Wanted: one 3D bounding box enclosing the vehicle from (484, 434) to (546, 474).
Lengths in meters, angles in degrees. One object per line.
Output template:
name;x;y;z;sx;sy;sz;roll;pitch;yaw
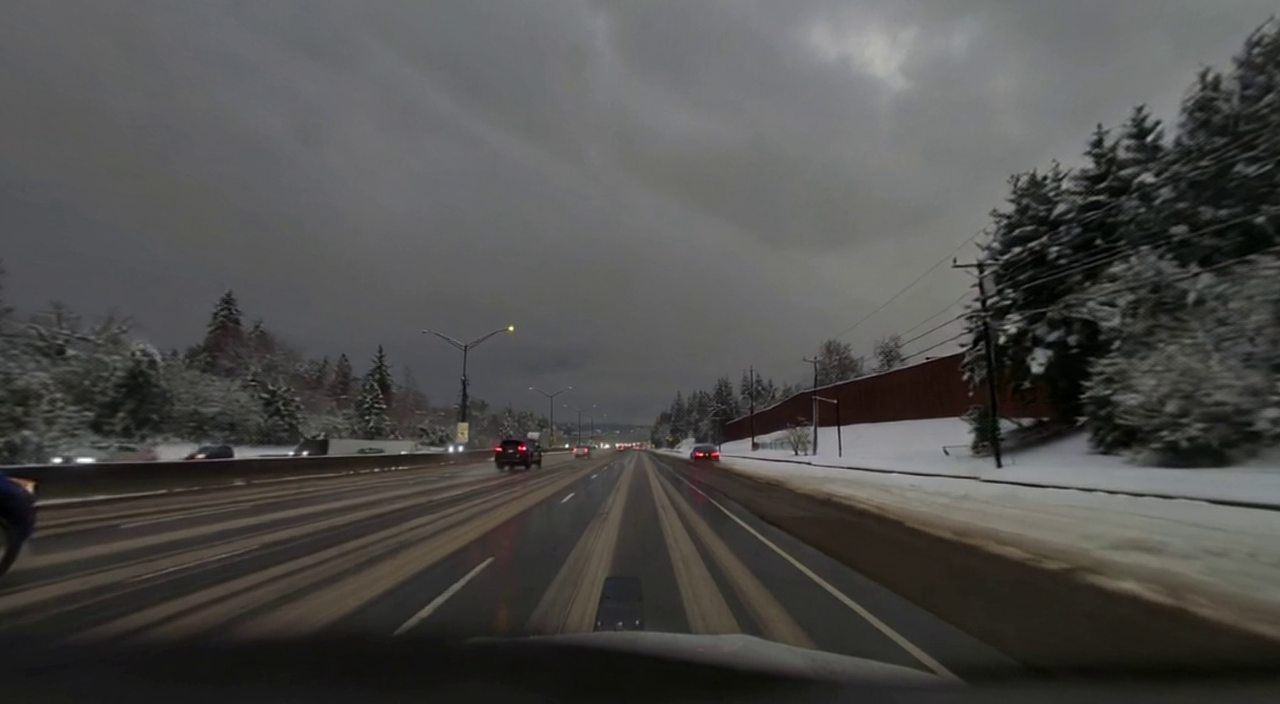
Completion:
vehicle;-6.518;5.419;33.497;2.255;1.934;4.868;1;-9;0

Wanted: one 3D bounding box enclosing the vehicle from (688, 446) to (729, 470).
vehicle;4.576;7.132;42.684;2.251;1.520;4.550;1;-9;-1

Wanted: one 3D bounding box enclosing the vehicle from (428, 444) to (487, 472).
vehicle;-10.333;6.050;36.064;2.042;1.485;4.395;0;-9;0

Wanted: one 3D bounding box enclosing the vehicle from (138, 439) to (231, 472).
vehicle;-29.512;6.712;41.016;2.345;1.950;4.914;1;-9;-1
